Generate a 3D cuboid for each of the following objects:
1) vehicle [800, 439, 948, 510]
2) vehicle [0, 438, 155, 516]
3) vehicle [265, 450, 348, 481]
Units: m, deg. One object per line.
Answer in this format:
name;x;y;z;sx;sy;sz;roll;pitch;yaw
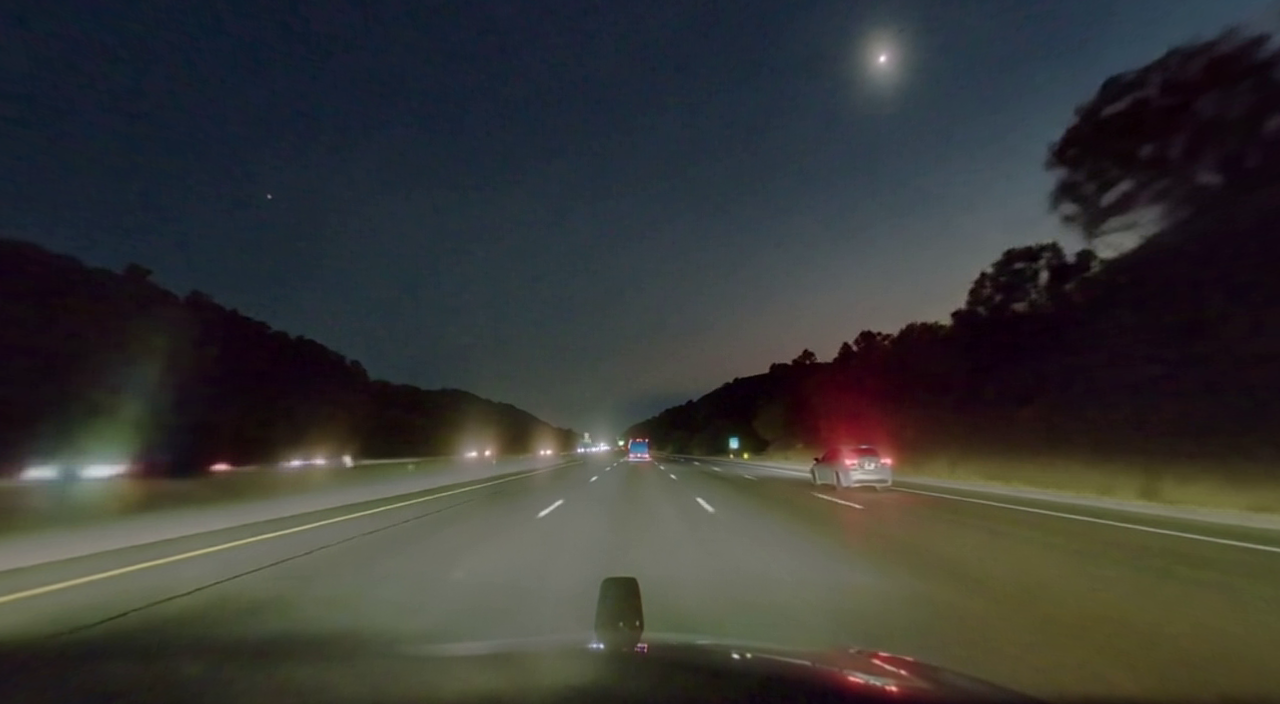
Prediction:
vehicle;5.599;2.971;15.745;1.976;1.495;4.217;0;-9;-1
vehicle;-14.503;2.919;15.119;2.014;1.633;4.543;0;-9;0
vehicle;-18.104;6.168;34.473;1.926;1.505;4.737;0;-9;1
